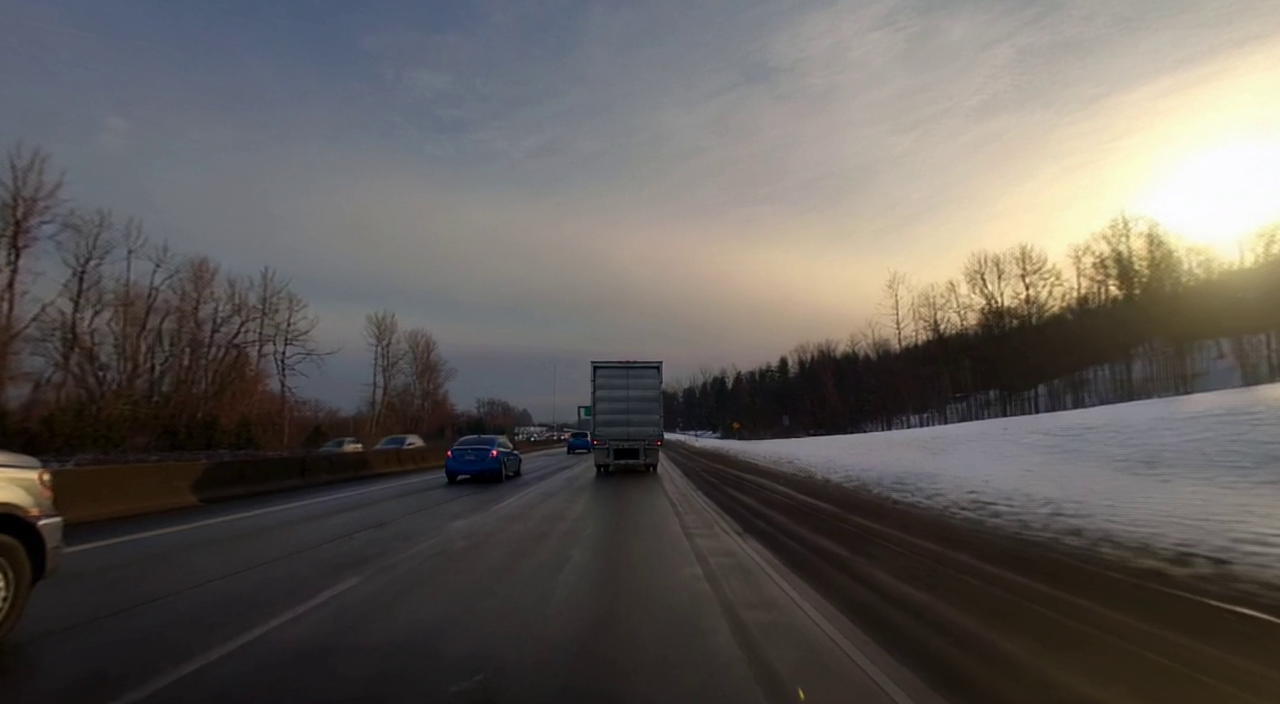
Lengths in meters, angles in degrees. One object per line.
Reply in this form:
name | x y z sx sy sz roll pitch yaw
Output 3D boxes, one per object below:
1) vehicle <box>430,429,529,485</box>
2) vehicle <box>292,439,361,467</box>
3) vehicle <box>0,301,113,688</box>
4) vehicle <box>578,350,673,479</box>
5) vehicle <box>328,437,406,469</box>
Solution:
vehicle | -4.843 3.212 19.664 1.931 1.539 4.441 0 -8 -1
vehicle | -18.238 5.865 36.765 1.823 1.500 4.194 0 -8 0
vehicle | -4.372 0.485 1.365 2.168 1.985 4.952 0 -8 -1
vehicle | -0.527 2.617 24.857 2.953 4.041 10.072 0 -8 -1
vehicle | -14.315 5.280 33.308 1.960 1.555 4.728 0 -8 1
